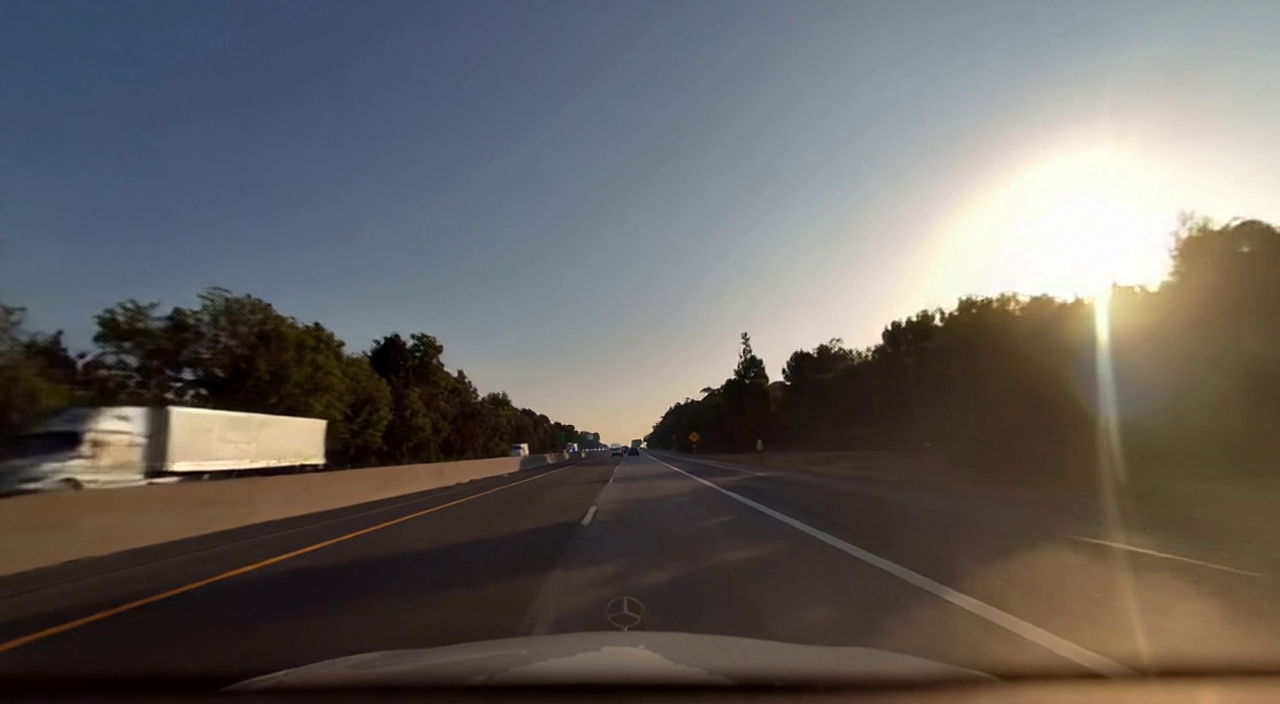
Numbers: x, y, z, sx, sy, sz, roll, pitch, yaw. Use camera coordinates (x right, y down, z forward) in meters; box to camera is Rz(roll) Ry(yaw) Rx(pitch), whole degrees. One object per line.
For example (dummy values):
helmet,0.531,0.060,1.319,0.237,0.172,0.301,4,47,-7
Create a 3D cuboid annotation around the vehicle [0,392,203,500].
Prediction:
vehicle,-21.018,3.705,25.043,2.978,3.740,5.936,0,-9,-1
